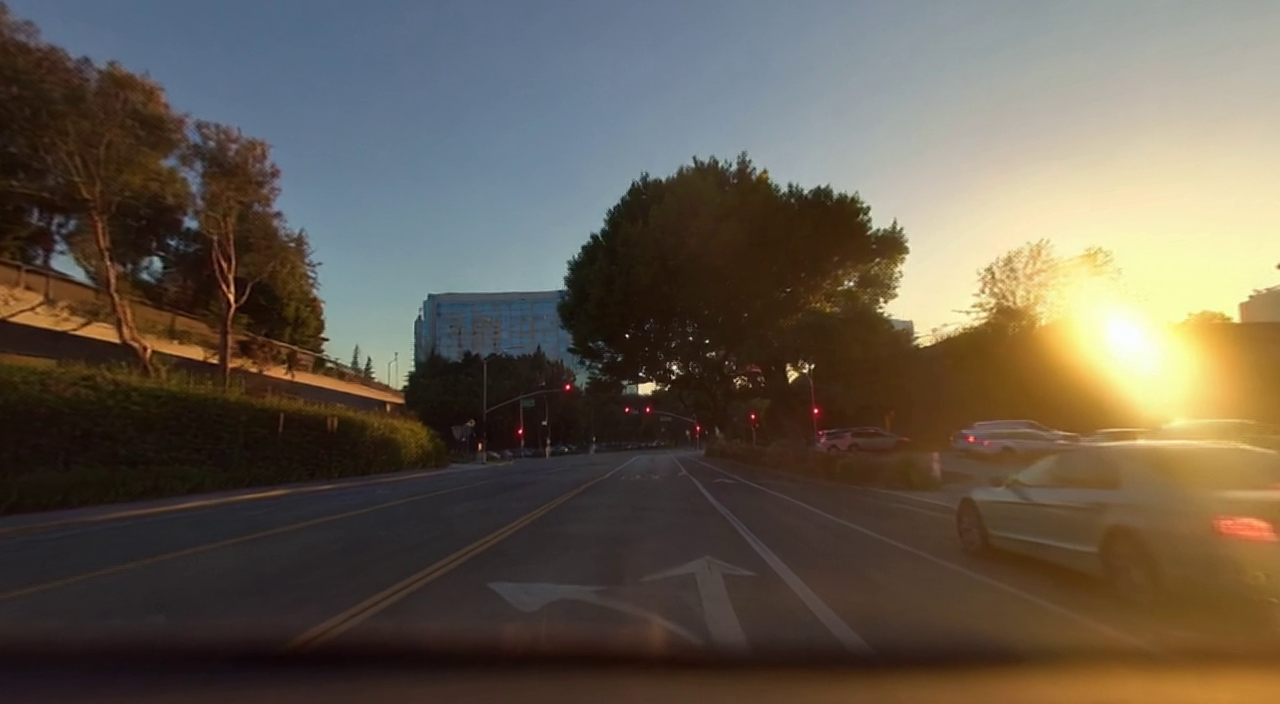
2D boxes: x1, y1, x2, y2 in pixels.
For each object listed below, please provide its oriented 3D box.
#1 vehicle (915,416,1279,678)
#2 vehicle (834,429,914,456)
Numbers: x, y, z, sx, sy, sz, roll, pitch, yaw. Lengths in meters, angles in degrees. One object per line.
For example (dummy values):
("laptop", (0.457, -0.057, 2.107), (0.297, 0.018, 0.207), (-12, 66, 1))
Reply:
("vehicle", (4.581, 1.425, 5.885), (2.006, 1.448, 4.671), (0, -8, 1))
("vehicle", (14.416, 5.605, 39.039), (4.167, 1.476, 1.871), (-2, -8, 1))
